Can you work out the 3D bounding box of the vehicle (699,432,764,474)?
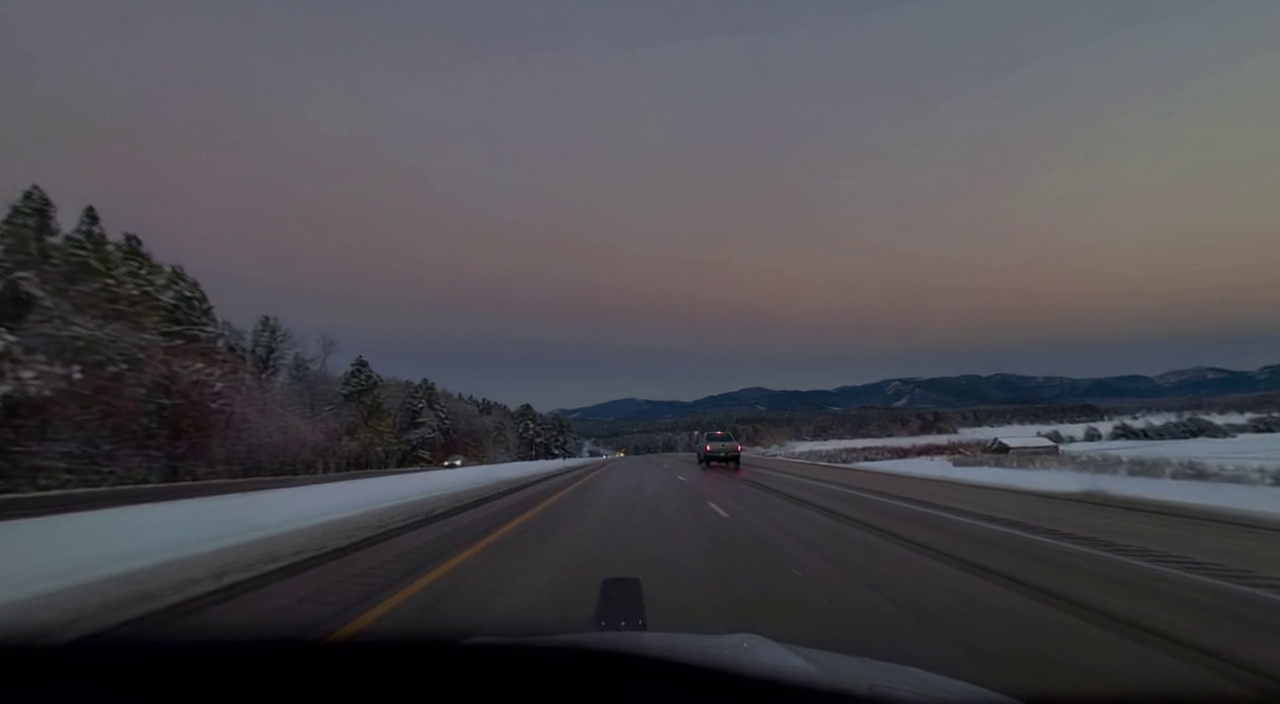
[{"bbox_3d":[3.842,4.310,27.146,2.157,1.640,4.056,0,-8,0],"label":"vehicle"}]
